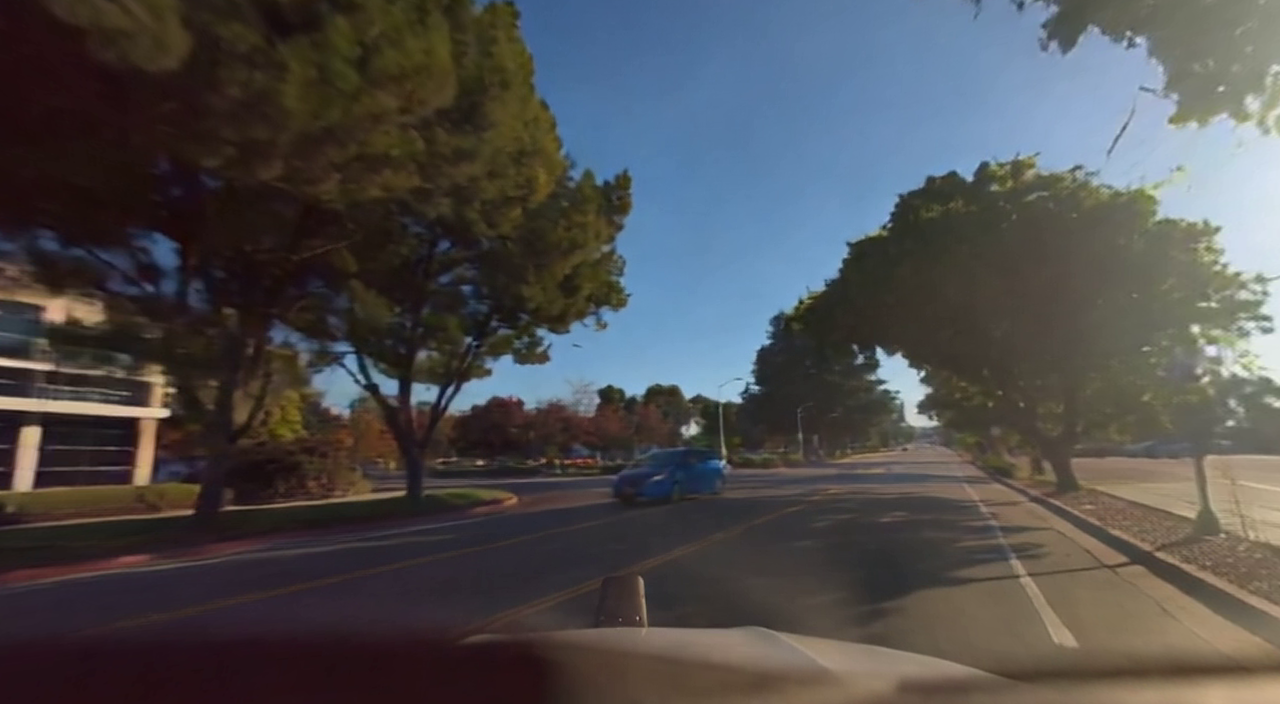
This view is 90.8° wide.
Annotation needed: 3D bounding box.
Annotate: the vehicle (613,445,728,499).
[{"bbox_3d":[1.082,3.656,19.775,1.926,1.465,4.433,-4,-9,26],"label":"vehicle"}]
